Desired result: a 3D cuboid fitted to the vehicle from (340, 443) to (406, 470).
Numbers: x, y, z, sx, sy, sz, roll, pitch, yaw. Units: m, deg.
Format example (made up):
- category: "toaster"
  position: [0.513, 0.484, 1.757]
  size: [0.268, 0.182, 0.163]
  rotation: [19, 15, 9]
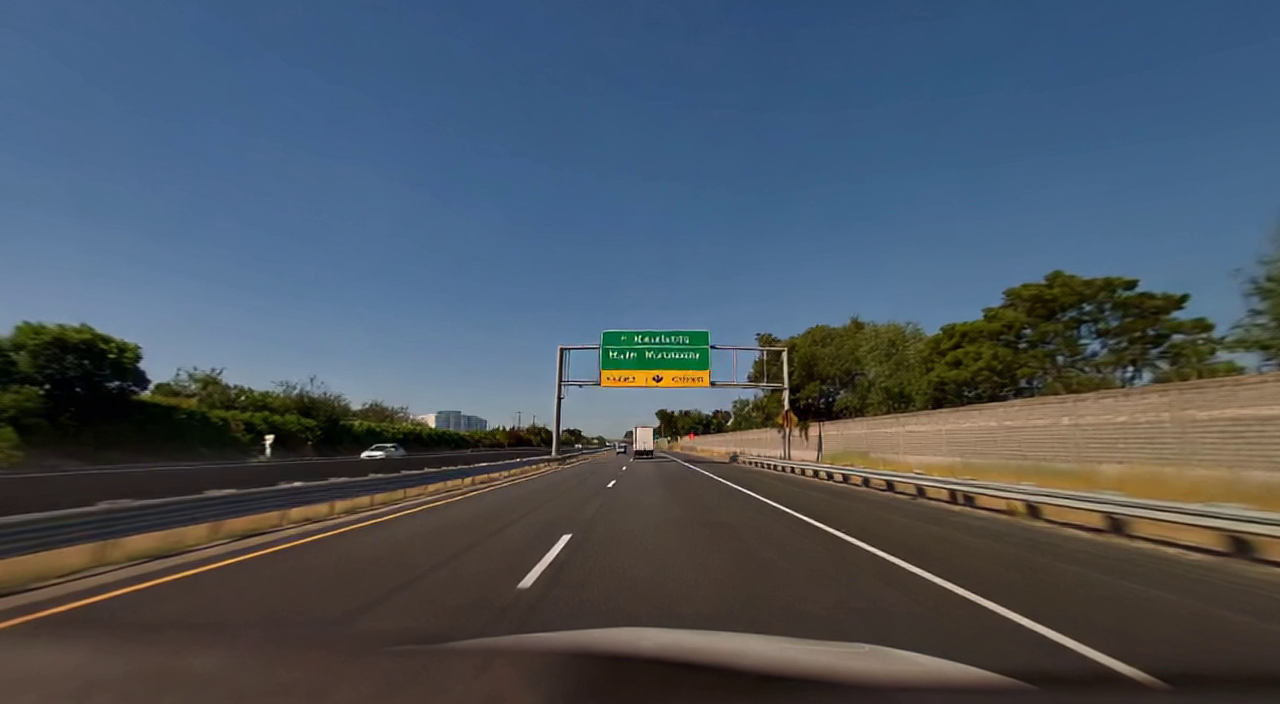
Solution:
- category: "vehicle"
  position: [-15.680, 6.154, 37.236]
  size: [1.871, 1.482, 4.598]
  rotation: [0, -8, 0]
